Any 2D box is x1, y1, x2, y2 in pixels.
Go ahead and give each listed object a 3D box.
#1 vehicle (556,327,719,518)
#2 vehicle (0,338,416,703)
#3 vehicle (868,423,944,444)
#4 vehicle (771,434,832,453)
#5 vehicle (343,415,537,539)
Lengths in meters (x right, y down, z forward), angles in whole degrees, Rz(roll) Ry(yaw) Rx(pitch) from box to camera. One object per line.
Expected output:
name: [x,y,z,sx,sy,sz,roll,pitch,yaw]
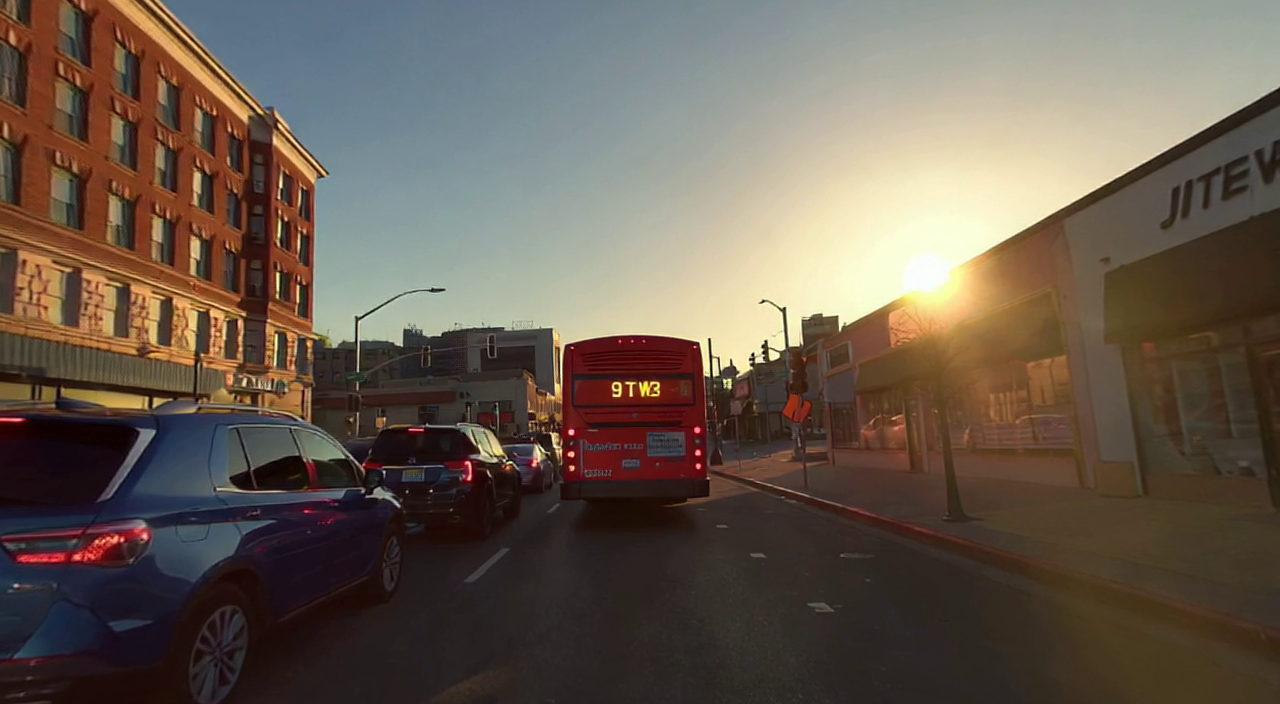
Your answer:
vehicle: [-0.301,2.001,16.540,2.938,3.468,9.972,0,-8,-3]
vehicle: [-3.219,1.094,3.968,2.020,1.725,4.384,0,-8,0]
vehicle: [19.819,6.117,47.207,4.827,1.555,1.863,1,-9,-6]
vehicle: [11.904,6.741,46.659,3.949,1.337,1.738,0,-9,-3]
vehicle: [-3.352,2.206,11.781,2.096,1.828,4.669,0,-8,0]
